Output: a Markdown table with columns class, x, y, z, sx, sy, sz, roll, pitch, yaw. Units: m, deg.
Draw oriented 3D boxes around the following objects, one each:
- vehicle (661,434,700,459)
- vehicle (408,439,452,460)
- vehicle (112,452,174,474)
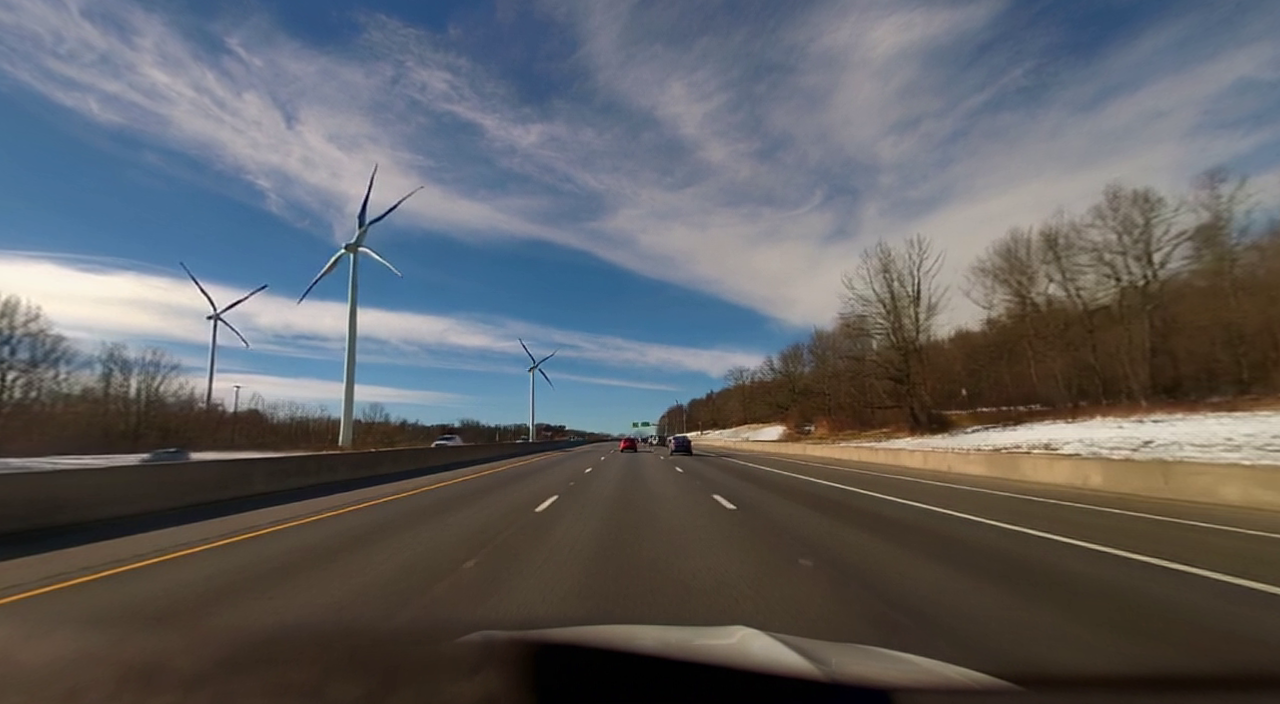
| class | x | y | z | sx | sy | sz | roll | pitch | yaw |
| --- | --- | --- | --- | --- | --- | --- | --- | --- | --- |
| vehicle | 2.531 | 6.058 | 40.443 | 2.041 | 1.551 | 3.974 | 1 | -8 | -3 |
| vehicle | -16.466 | 7.644 | 49.615 | 1.904 | 1.539 | 4.683 | 0 | -8 | -1 |
| vehicle | -38.978 | 8.684 | 49.417 | 1.809 | 1.498 | 4.358 | 1 | -8 | -9 |
